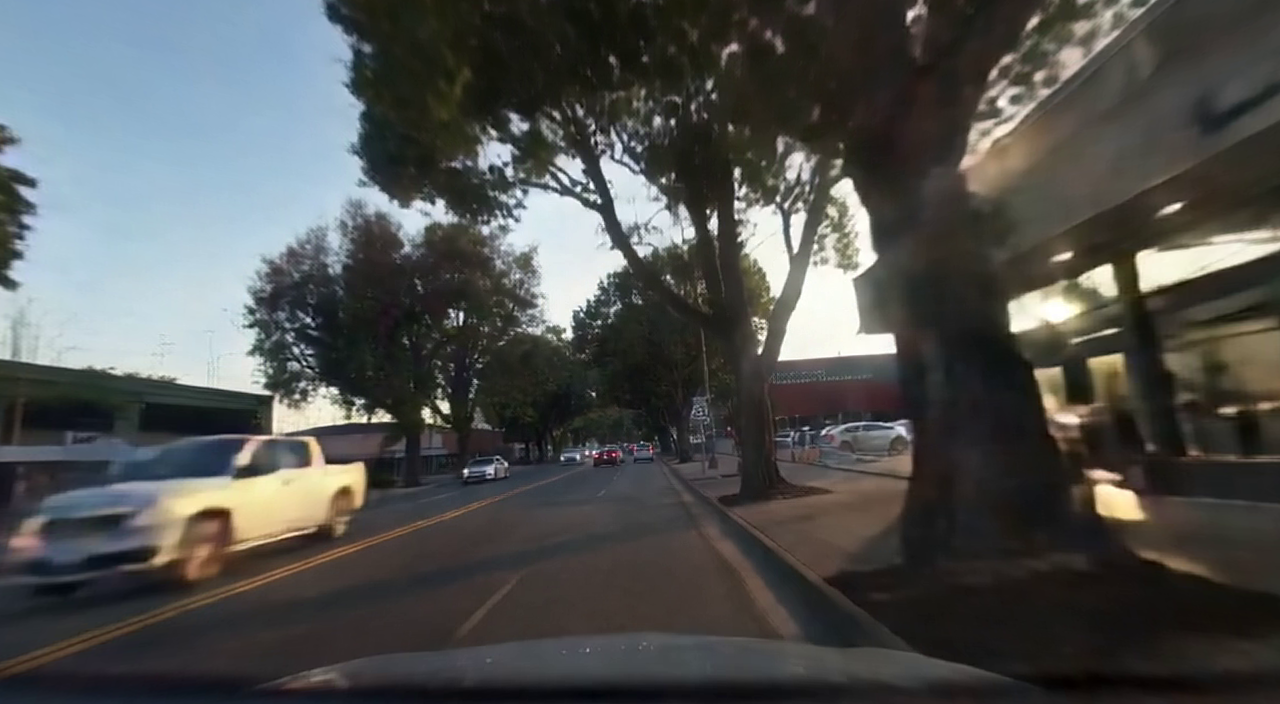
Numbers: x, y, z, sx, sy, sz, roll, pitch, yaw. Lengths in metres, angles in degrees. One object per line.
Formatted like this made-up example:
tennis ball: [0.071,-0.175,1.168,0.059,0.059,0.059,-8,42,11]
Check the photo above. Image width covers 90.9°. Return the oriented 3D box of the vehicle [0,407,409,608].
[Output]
vehicle: [-6.116,2.187,10.121,2.644,2.161,5.825,-2,-8,0]

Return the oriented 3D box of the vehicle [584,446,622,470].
vehicle: [-2.234,6.635,39.712,2.099,1.424,4.609,0,-8,0]

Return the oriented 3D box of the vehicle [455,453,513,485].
vehicle: [-8.294,6.243,33.943,1.952,1.540,4.413,-1,-8,1]

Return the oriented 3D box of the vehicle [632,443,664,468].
vehicle: [0.501,6.723,41.118,2.020,1.478,3.922,0,-8,0]
